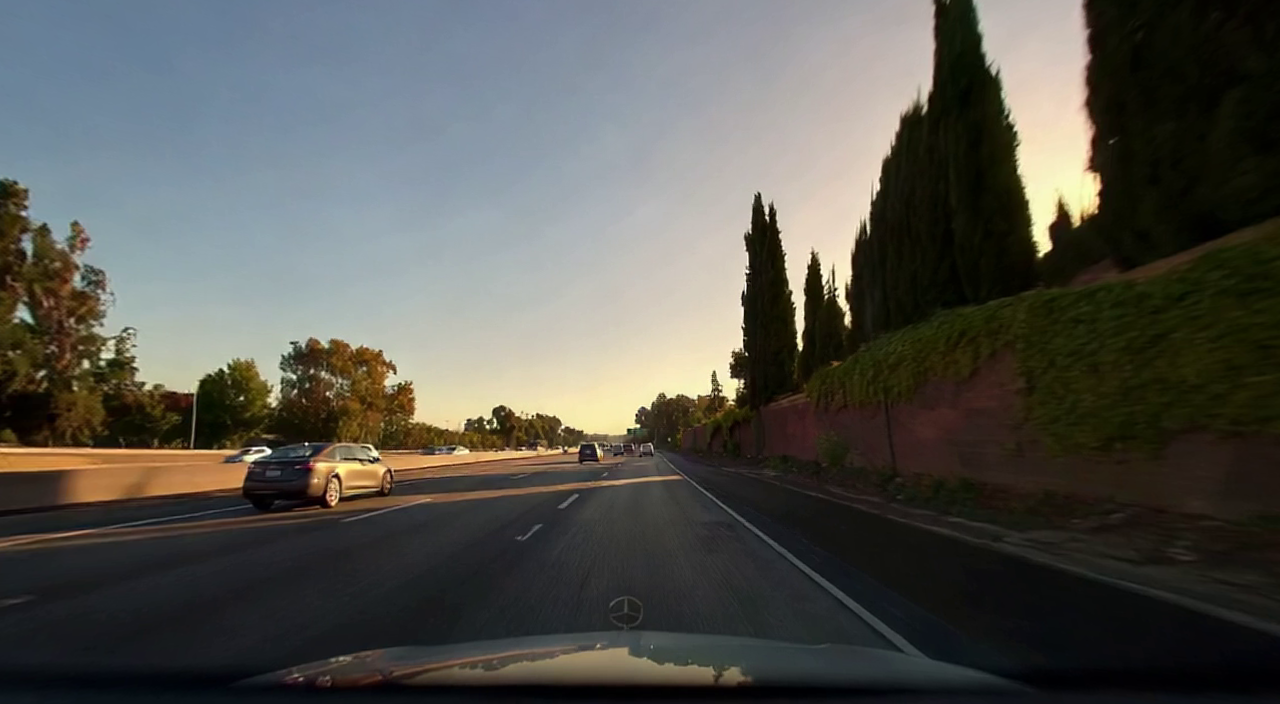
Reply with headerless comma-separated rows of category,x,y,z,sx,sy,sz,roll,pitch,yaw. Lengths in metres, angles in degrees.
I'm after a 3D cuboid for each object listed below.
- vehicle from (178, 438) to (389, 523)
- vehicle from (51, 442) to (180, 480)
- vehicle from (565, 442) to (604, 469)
vehicle,-7.228,2.608,13.367,1.942,1.502,4.216,0,-8,1
vehicle,-24.654,5.106,29.792,1.975,1.615,4.767,0,-8,1
vehicle,-3.546,6.718,41.018,2.036,1.636,4.511,0,-8,1
